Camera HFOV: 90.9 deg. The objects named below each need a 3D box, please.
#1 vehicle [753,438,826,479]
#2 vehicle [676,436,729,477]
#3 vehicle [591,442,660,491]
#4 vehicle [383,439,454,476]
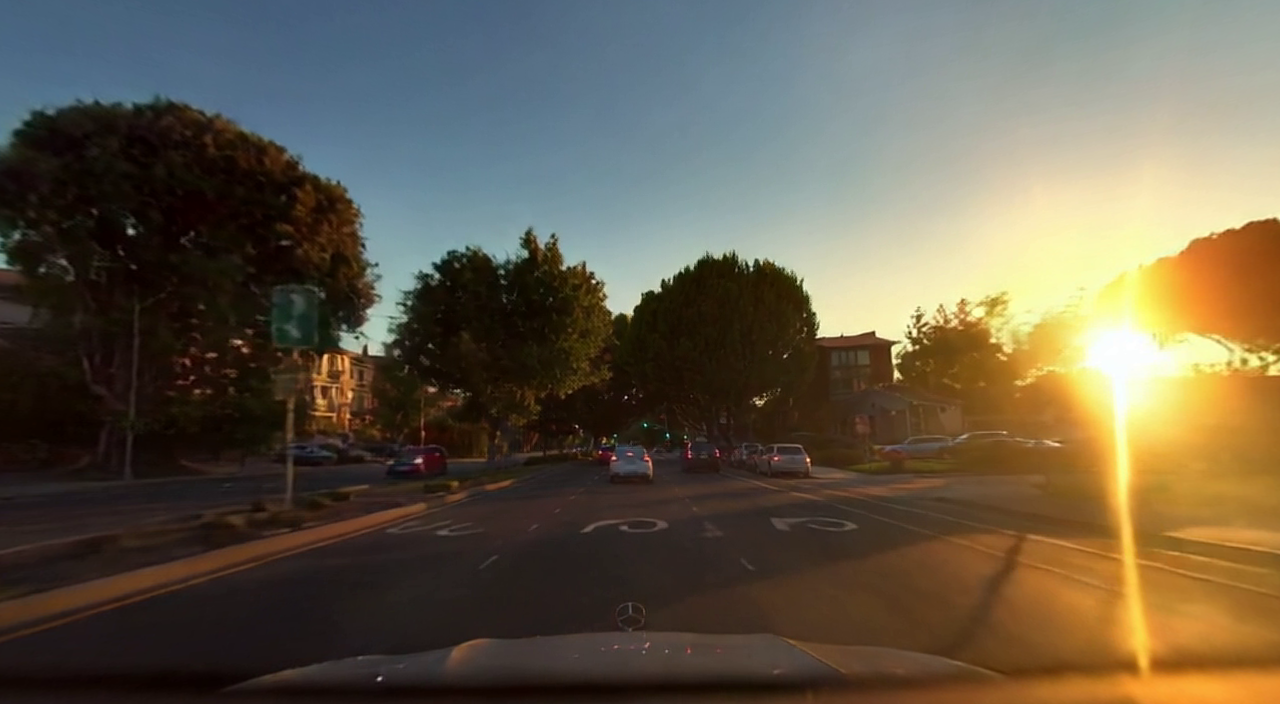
[{"bbox_3d":[7.256,5.289,31.272,2.184,1.786,5.497,2,-10,-1],"label":"vehicle"},{"bbox_3d":[2.968,5.078,30.916,2.073,1.822,4.276,0,-8,-1],"label":"vehicle"},{"bbox_3d":[-0.487,3.850,21.563,2.140,1.474,4.026,0,-8,-1],"label":"vehicle"},{"bbox_3d":[-11.825,5.652,34.036,2.097,1.826,4.812,0,-8,-1],"label":"vehicle"}]
